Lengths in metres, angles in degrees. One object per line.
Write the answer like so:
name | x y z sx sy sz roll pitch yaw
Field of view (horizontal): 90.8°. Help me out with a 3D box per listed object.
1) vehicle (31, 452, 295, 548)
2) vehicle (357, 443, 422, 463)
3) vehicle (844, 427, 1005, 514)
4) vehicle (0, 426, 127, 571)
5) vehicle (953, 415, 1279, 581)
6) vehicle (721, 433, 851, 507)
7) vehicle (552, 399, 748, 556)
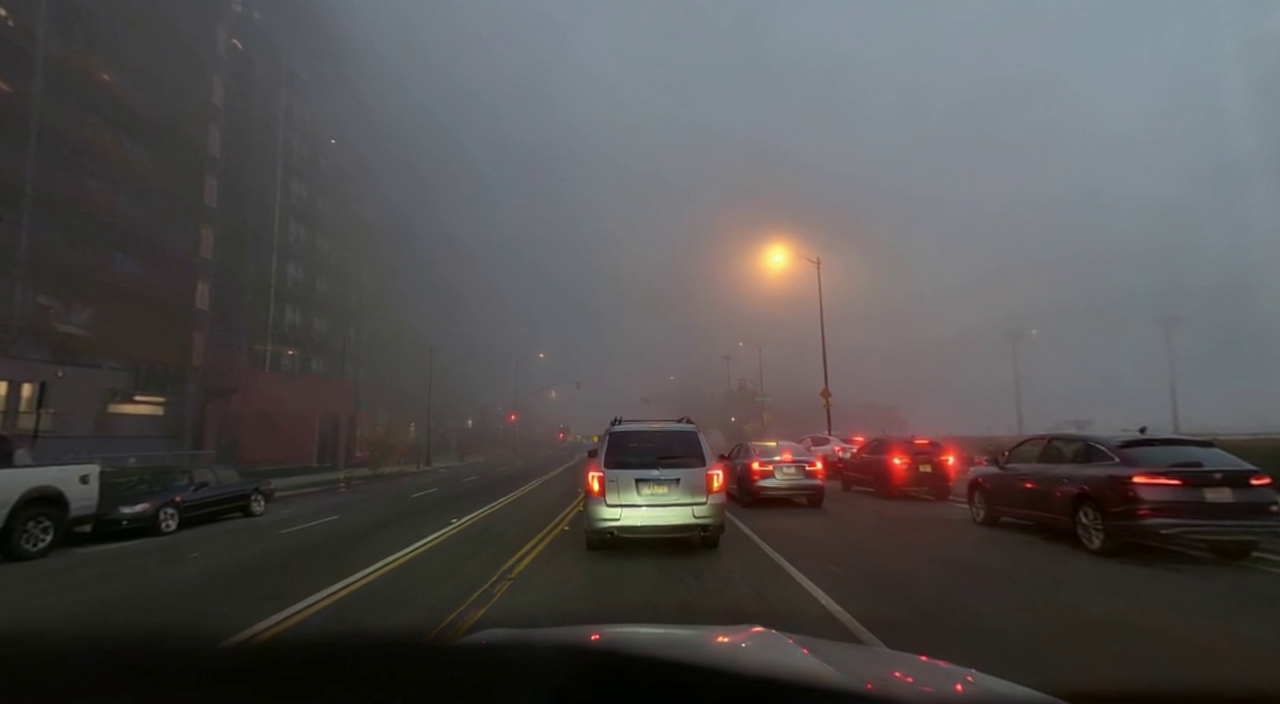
vehicle | -9.717 2.994 13.514 2.054 1.467 4.595 -3 -7 1
vehicle | -19.150 7.696 48.415 1.759 1.457 4.297 -7 -11 37
vehicle | 6.476 2.729 15.024 1.930 1.736 4.329 -1 -8 2
vehicle | -9.921 1.941 7.683 2.294 1.948 6.025 -6 -10 1
vehicle | 6.259 1.763 8.596 1.819 1.672 4.139 0 -7 -1
vehicle | 3.228 2.698 14.871 1.999 1.487 3.939 0 -8 -2
vehicle | 0.107 1.772 9.543 2.264 1.798 4.258 0 -8 0
